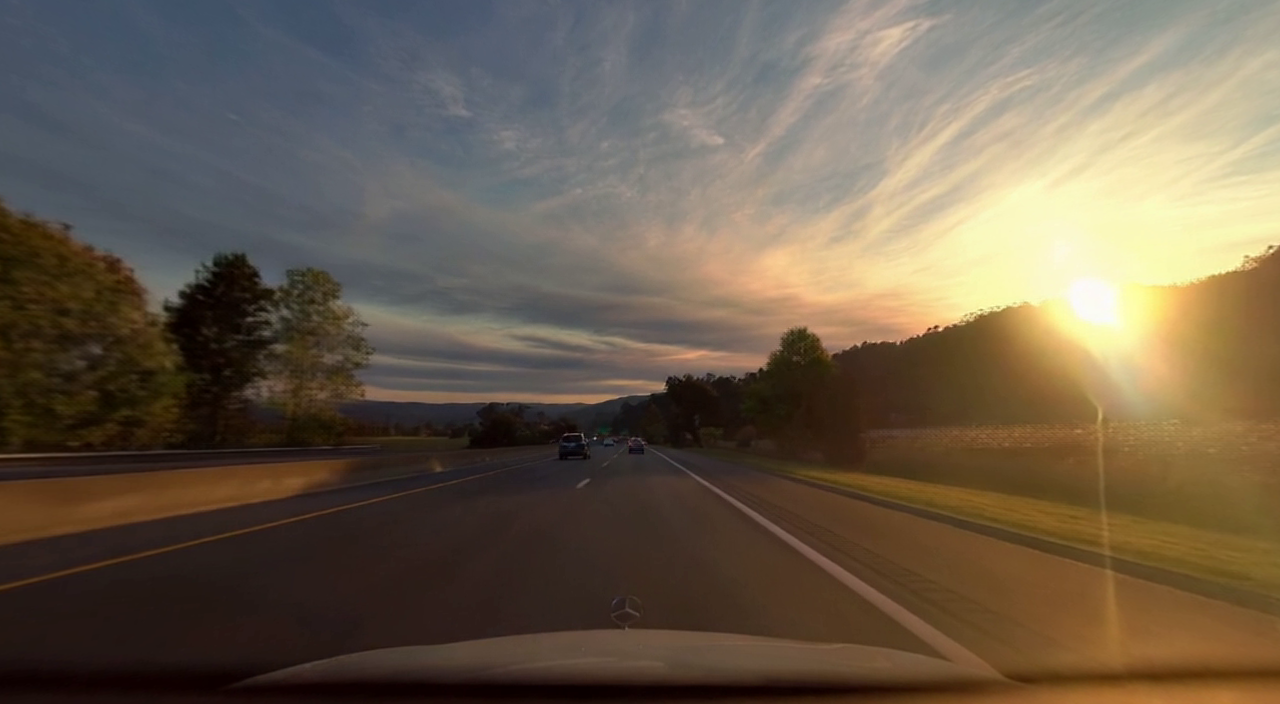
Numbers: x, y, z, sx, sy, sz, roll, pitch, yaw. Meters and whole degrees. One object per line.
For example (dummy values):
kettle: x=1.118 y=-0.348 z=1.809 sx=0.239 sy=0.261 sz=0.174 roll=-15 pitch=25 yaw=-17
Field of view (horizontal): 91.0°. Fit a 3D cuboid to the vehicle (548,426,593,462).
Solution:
vehicle: x=-4.160 y=5.660 z=38.602 sx=2.241 sy=2.034 sz=4.890 roll=0 pitch=-8 yaw=0
